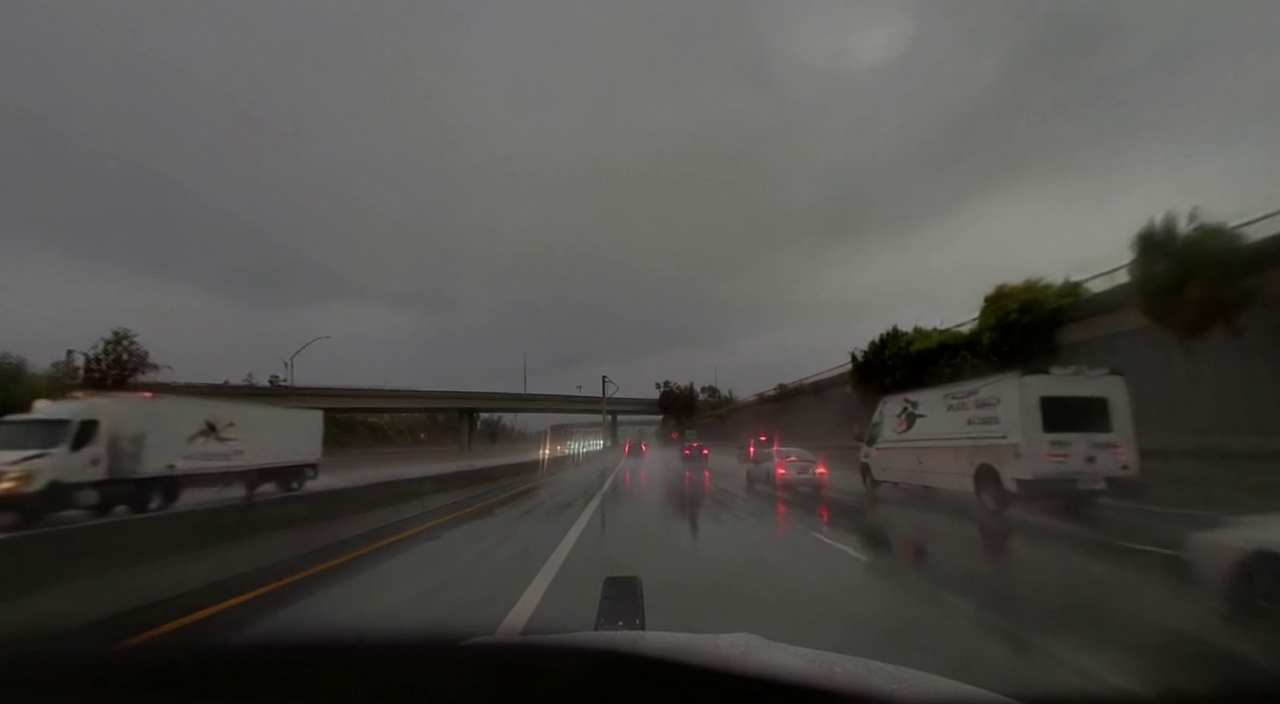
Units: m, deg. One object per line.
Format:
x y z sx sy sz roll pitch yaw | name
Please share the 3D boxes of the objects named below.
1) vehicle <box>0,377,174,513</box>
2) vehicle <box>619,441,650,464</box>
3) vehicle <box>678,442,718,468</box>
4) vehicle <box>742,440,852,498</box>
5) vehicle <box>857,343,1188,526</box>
-20.480 3.148 21.351 3.051 3.996 8.261 0 -8 -1 | vehicle
-0.466 7.832 49.331 2.256 1.743 4.189 0 -8 -1 | vehicle
3.779 6.807 42.026 2.005 1.585 4.863 0 -8 -2 | vehicle
4.353 3.300 18.303 1.971 1.453 4.414 0 -8 -1 | vehicle
8.031 1.990 14.912 2.866 3.233 7.345 1 -9 -3 | vehicle
